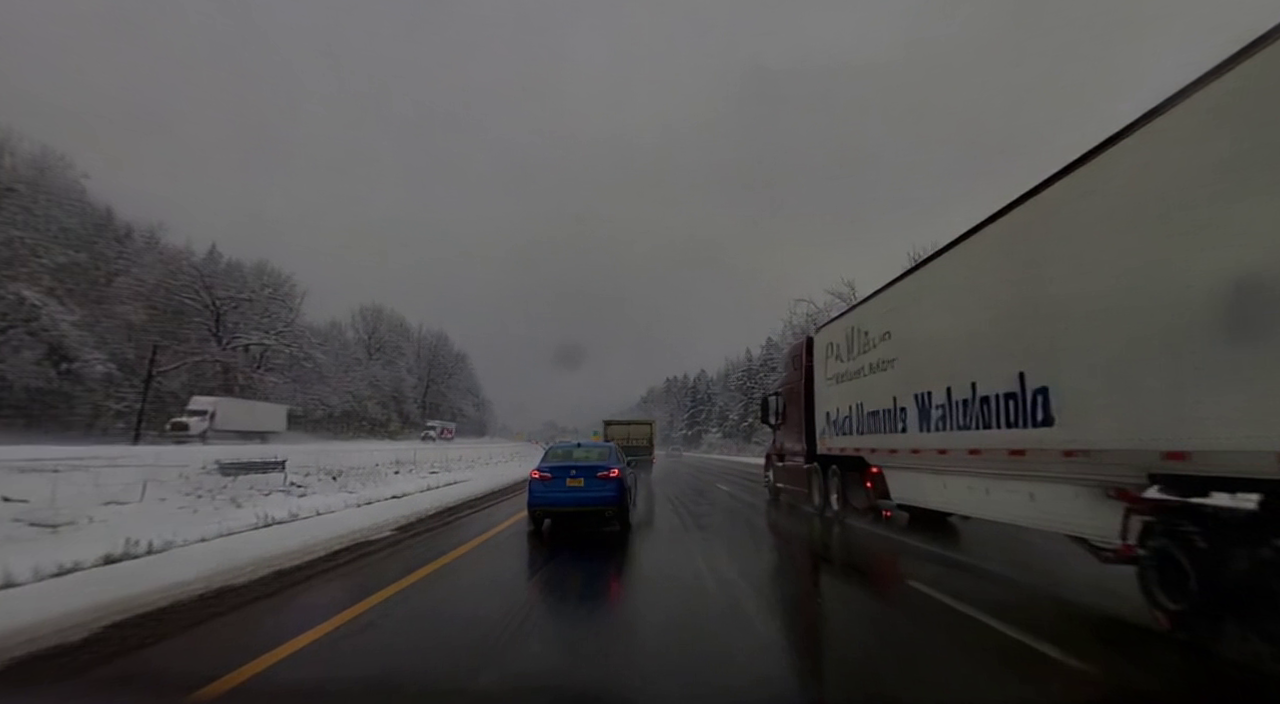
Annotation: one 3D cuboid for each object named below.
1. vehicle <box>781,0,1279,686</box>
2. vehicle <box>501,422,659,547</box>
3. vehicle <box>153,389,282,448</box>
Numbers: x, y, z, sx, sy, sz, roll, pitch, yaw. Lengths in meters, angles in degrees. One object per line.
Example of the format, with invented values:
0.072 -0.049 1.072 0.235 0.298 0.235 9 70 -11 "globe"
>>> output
4.898 0.489 8.063 2.825 4.043 14.051 0 -9 0 "vehicle"
-0.749 2.003 10.024 2.038 1.582 3.729 0 -9 1 "vehicle"
-26.760 4.457 40.540 2.720 3.331 8.732 0 -9 -4 "vehicle"
